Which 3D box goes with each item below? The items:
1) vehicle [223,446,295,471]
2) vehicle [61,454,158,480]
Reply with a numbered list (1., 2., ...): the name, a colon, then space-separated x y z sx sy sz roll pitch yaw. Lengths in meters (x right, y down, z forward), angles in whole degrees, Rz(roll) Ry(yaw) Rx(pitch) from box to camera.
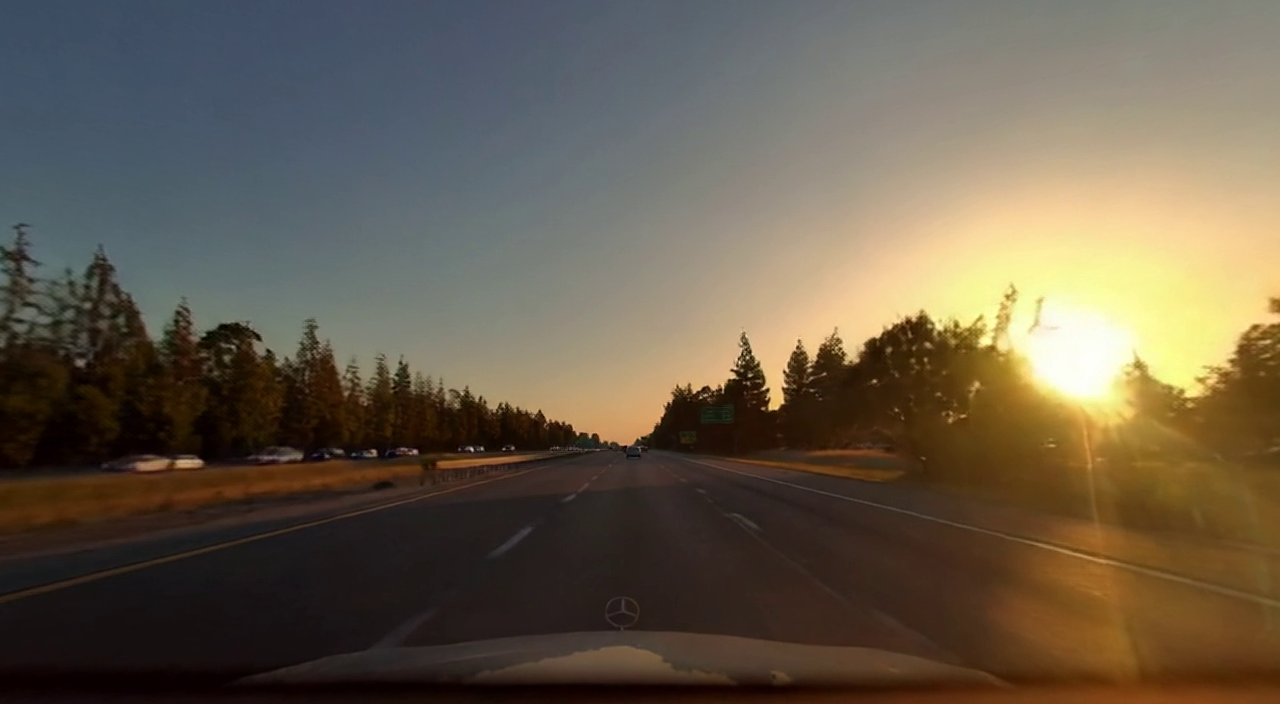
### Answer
1. vehicle: -28.833 8.069 48.084 2.089 1.787 5.411 0 -9 0
2. vehicle: -32.700 7.079 39.123 1.825 1.464 4.853 0 -9 -1
